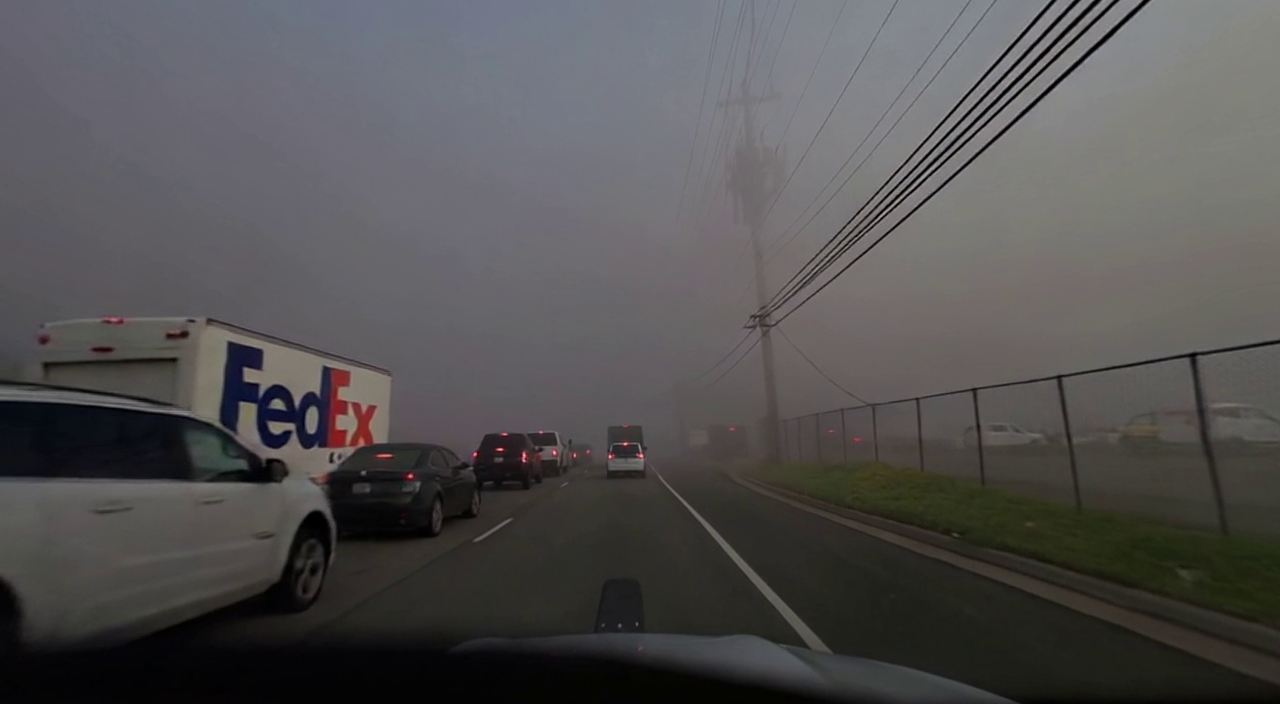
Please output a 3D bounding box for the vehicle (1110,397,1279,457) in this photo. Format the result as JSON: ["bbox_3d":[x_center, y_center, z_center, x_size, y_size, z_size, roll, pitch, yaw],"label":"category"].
[{"bbox_3d":[32.691,4.384,36.437,8.848,3.271,2.774,0,-9,-5],"label":"vehicle"}]

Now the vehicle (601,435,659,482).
[{"bbox_3d":[-0.405,4.111,24.517,2.055,1.671,4.147,0,-9,-1],"label":"vehicle"}]

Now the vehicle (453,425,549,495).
[{"bbox_3d":[-4.064,3.244,19.262,1.956,1.865,4.624,0,-9,-1],"label":"vehicle"}]

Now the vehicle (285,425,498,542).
[{"bbox_3d":[-4.029,2.196,11.169,2.014,1.637,4.382,0,-9,-1],"label":"vehicle"}]

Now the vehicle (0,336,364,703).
[{"bbox_3d":[-3.827,0.981,3.557,2.263,1.803,4.868,0,-9,0],"label":"vehicle"}]
